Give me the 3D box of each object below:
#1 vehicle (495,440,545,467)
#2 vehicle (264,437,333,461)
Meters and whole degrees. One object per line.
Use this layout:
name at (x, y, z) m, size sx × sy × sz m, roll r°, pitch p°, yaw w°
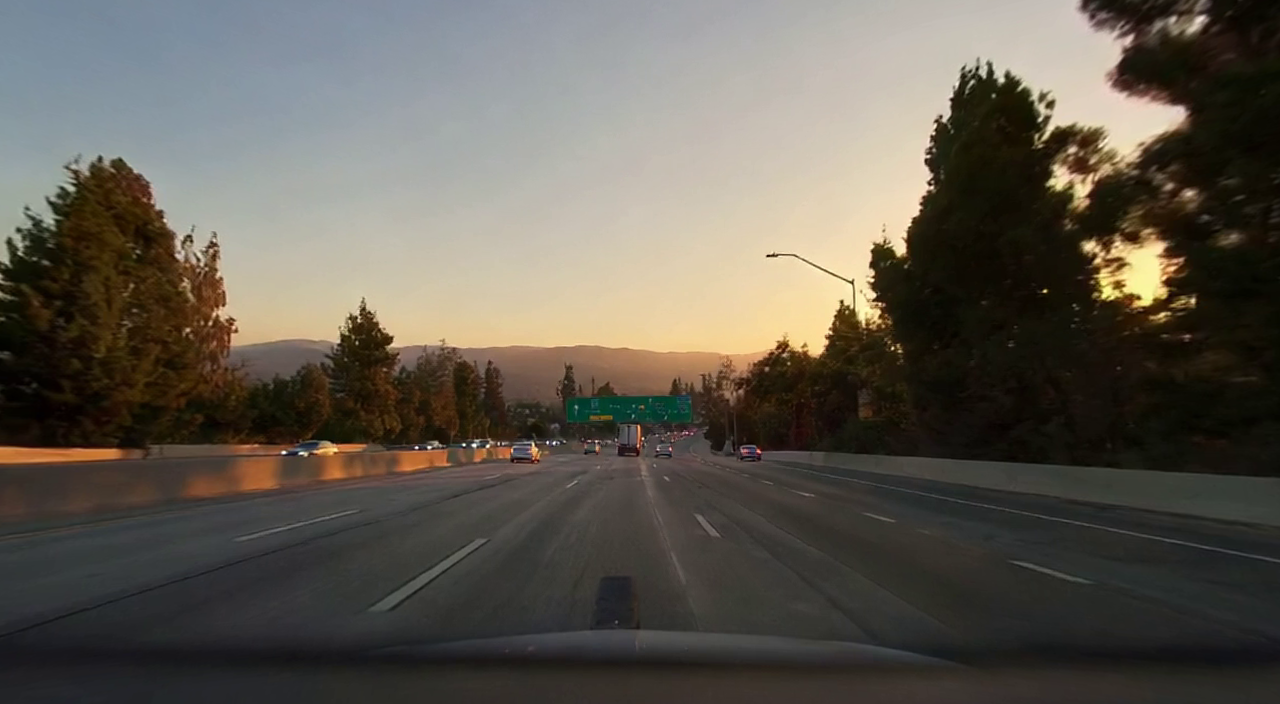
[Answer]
vehicle at (-7.380, 6.289, 39.276) m, size 2.117 × 1.518 × 4.930 m, roll 0°, pitch -8°, yaw 0°
vehicle at (-22.525, 6.429, 41.946) m, size 1.865 × 1.481 × 4.681 m, roll 0°, pitch -8°, yaw 2°
